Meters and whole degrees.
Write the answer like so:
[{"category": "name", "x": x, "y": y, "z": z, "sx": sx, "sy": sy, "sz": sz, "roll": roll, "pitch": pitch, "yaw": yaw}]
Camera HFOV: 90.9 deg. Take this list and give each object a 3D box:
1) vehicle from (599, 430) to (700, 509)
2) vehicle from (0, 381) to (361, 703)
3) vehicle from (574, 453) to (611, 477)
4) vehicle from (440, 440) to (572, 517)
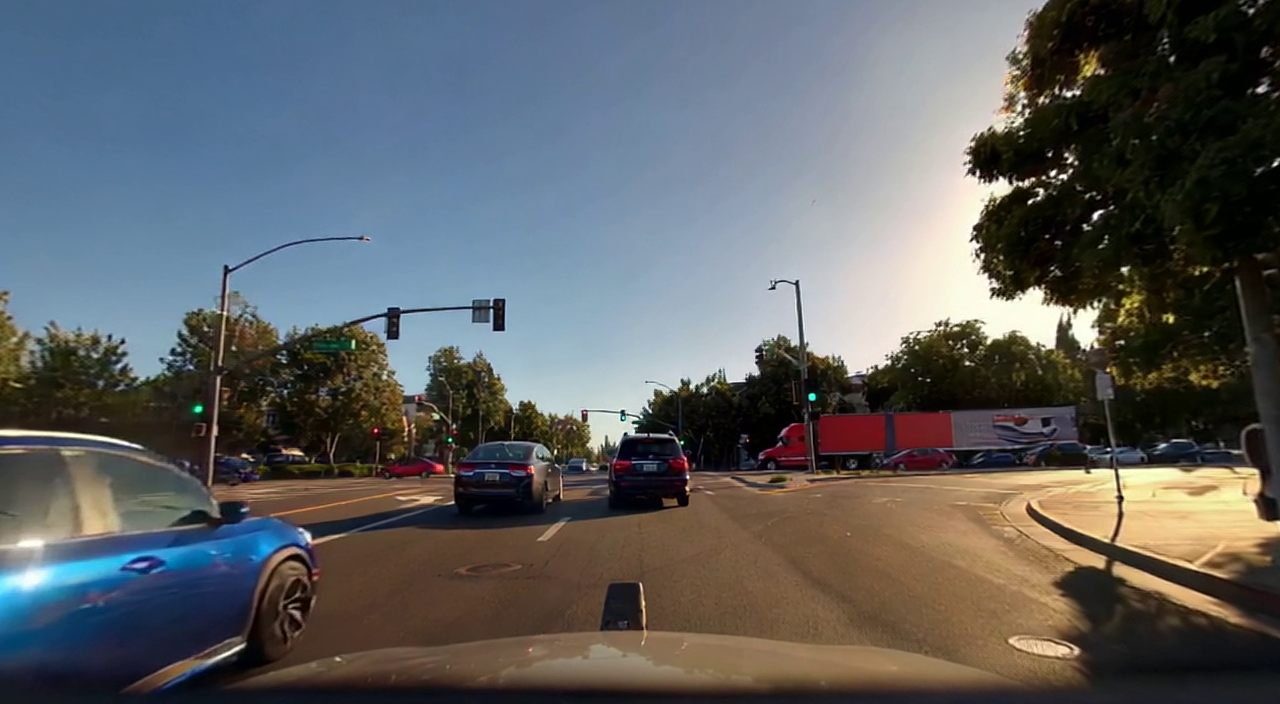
[{"category": "vehicle", "x": 0.215, "y": 2.834, "z": 15.615, "sx": 2.163, "sy": 1.678, "sz": 3.846, "roll": 0, "pitch": -8, "yaw": 0}, {"category": "vehicle", "x": -3.108, "y": 0.993, "z": 2.940, "sx": 1.960, "sy": 1.528, "sz": 3.490, "roll": 0, "pitch": -8, "yaw": 1}, {"category": "vehicle", "x": -3.097, "y": 7.487, "z": 42.017, "sx": 2.101, "sy": 1.443, "sz": 4.367, "roll": 0, "pitch": -8, "yaw": 0}, {"category": "vehicle", "x": -2.861, "y": 2.804, "z": 14.556, "sx": 2.013, "sy": 1.474, "sz": 4.393, "roll": 0, "pitch": -8, "yaw": 1}]
